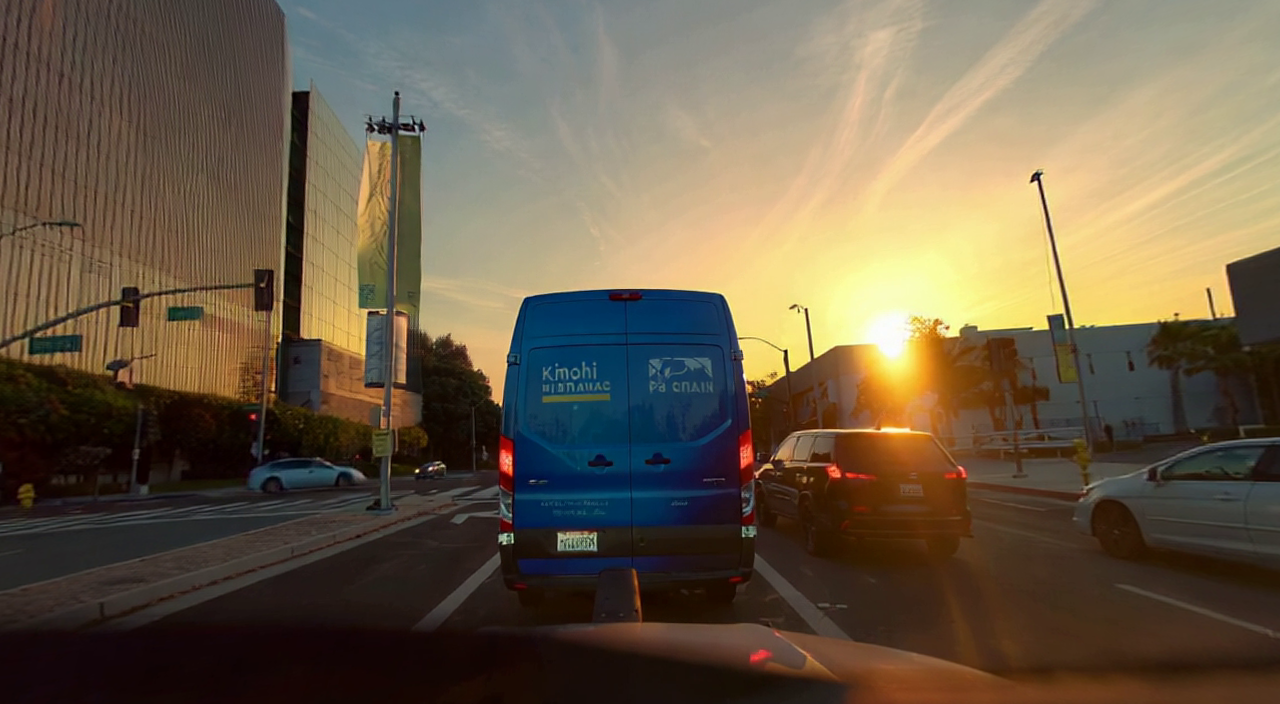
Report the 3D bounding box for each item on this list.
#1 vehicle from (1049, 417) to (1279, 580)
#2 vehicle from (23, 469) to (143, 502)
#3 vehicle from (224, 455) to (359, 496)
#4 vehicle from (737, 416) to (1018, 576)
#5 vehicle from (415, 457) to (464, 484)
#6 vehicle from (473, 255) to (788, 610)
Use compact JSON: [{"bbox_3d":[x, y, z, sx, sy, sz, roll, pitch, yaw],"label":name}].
[{"bbox_3d":[7.528,1.577,6.992,1.963,1.669,4.678,3,-9,-20],"label":"vehicle"},{"bbox_3d":[-31.116,7.434,35.378,4.806,1.652,1.869,0,-8,-2],"label":"vehicle"},{"bbox_3d":[-15.058,5.354,27.557,4.659,1.615,1.944,1,-9,-8],"label":"vehicle"},{"bbox_3d":[2.876,1.865,9.037,2.183,1.676,4.506,0,-8,-1],"label":"vehicle"},{"bbox_3d":[-14.666,8.685,46.556,1.997,1.806,4.630,0,-8,1],"label":"vehicle"},{"bbox_3d":[-0.042,1.177,9.087,2.613,3.035,7.342,0,-8,1],"label":"vehicle"}]
